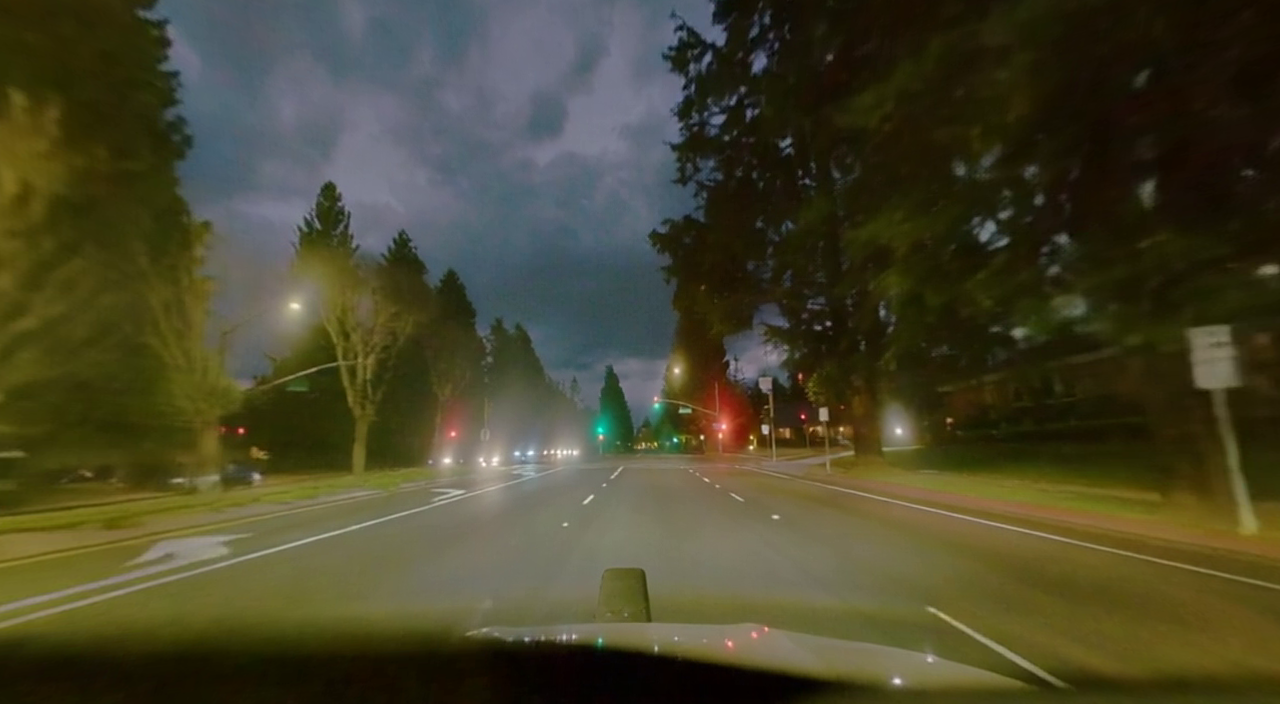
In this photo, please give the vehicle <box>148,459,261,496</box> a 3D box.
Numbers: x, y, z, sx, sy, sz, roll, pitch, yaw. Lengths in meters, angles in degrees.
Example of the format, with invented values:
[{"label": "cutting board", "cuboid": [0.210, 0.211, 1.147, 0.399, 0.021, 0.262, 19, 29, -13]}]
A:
[{"label": "vehicle", "cuboid": [-20.487, 5.897, 29.963, 2.035, 1.453, 4.600, -1, -8, 1]}]
